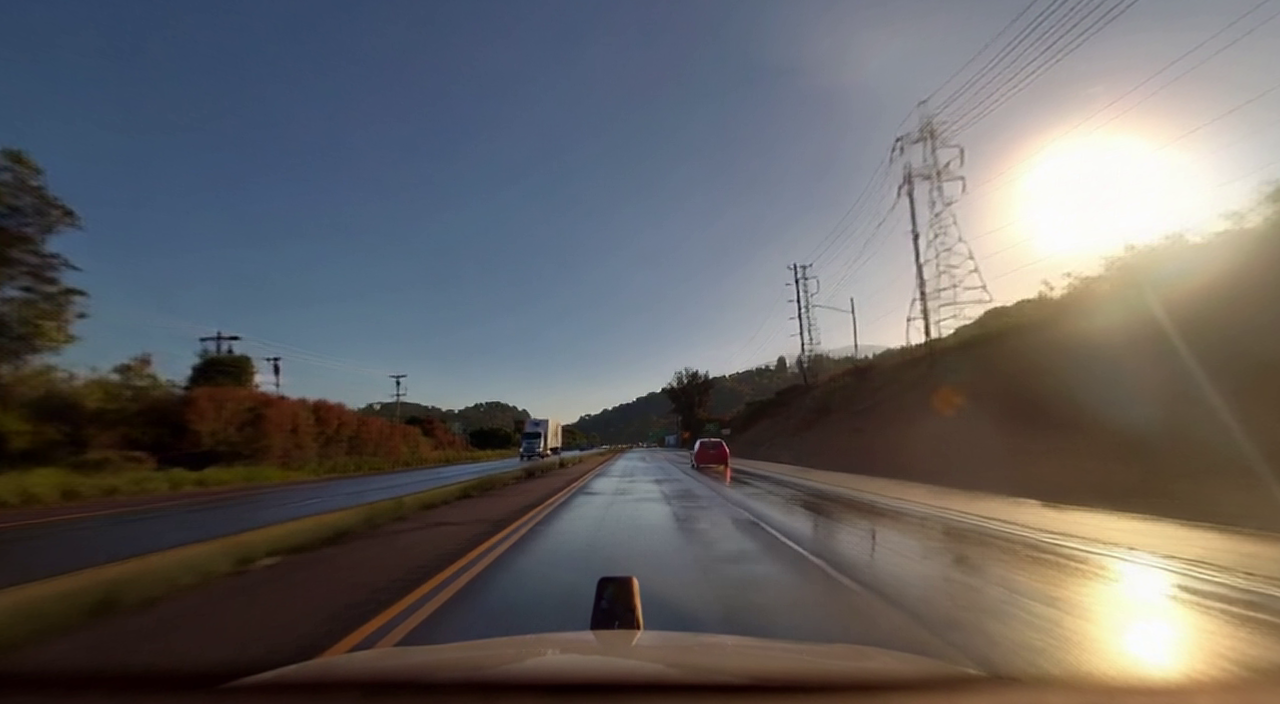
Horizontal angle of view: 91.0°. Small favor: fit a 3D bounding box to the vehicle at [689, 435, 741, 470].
[{"bbox_3d":[3.640,4.967,31.335,1.977,1.581,4.428,0,-8,0],"label":"vehicle"}]
